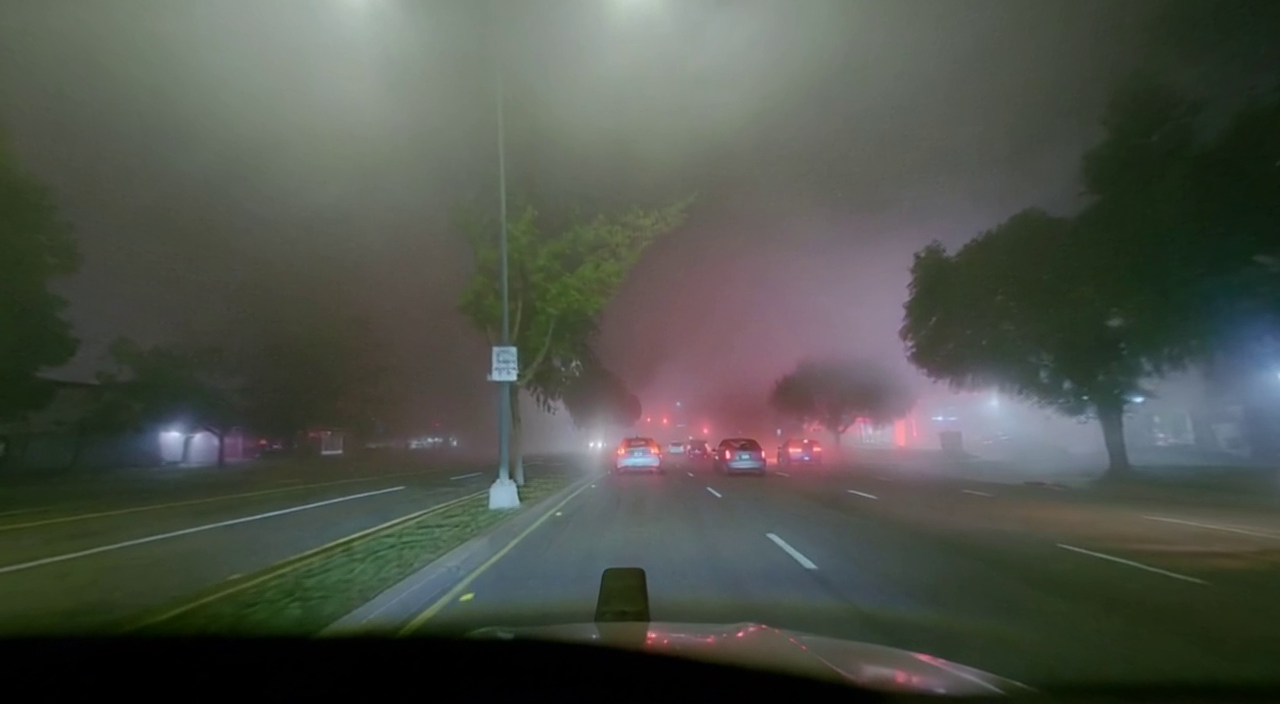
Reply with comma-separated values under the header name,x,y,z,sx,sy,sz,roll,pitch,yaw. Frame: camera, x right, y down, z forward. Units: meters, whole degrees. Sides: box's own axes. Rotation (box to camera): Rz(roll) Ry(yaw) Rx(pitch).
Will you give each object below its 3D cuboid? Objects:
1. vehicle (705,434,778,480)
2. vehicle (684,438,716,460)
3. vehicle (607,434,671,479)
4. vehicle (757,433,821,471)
name,x,y,z,sx,sy,sz,roll,pitch,yaw
vehicle,3.631,3.811,23.333,1.988,1.528,4.144,0,-8,0
vehicle,4.242,6.882,44.903,1.862,1.457,4.204,0,-8,0
vehicle,-0.033,3.727,22.860,2.096,1.473,3.893,0,-8,0
vehicle,7.320,4.940,31.457,2.044,1.701,4.397,1,-8,-1
